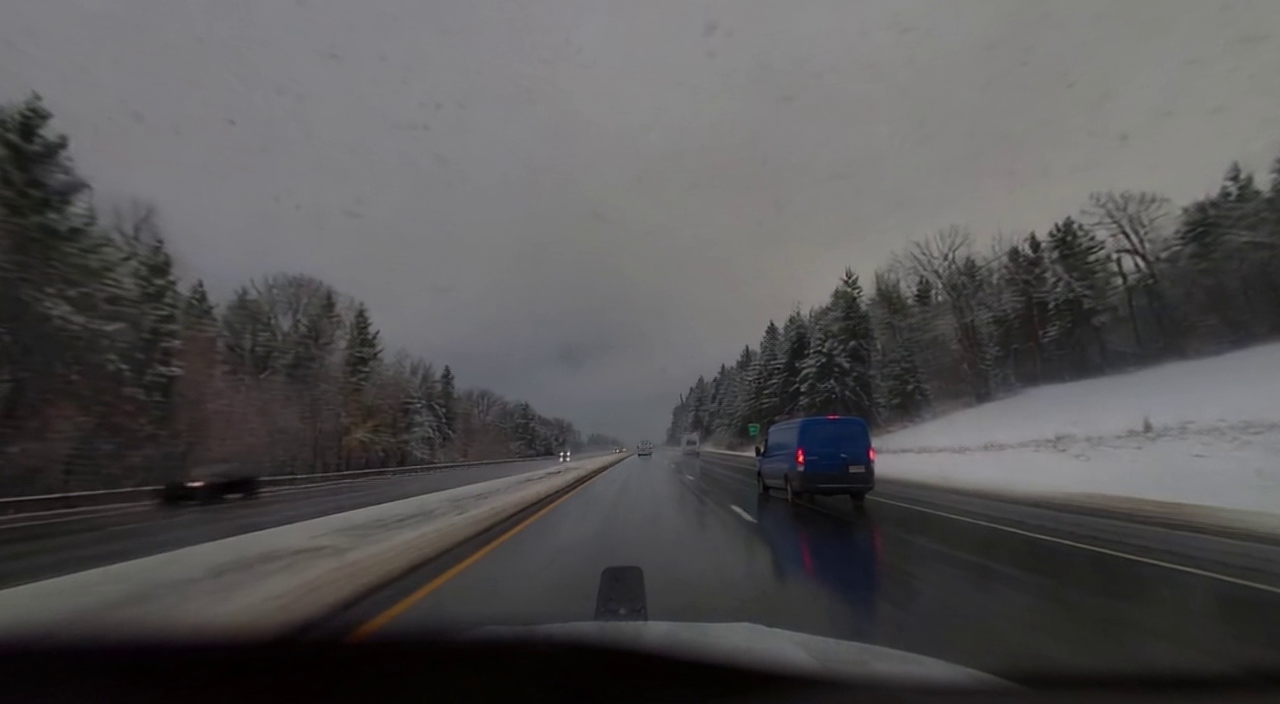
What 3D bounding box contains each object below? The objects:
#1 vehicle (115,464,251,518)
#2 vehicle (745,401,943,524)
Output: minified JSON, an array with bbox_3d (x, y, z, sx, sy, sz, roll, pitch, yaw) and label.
[{"bbox_3d":[-13.262,4.011,18.528,1.530,1.346,3.220,-1,-9,1],"label":"vehicle"},{"bbox_3d":[3.835,2.225,13.051,2.371,2.045,4.768,0,-9,-1],"label":"vehicle"}]
